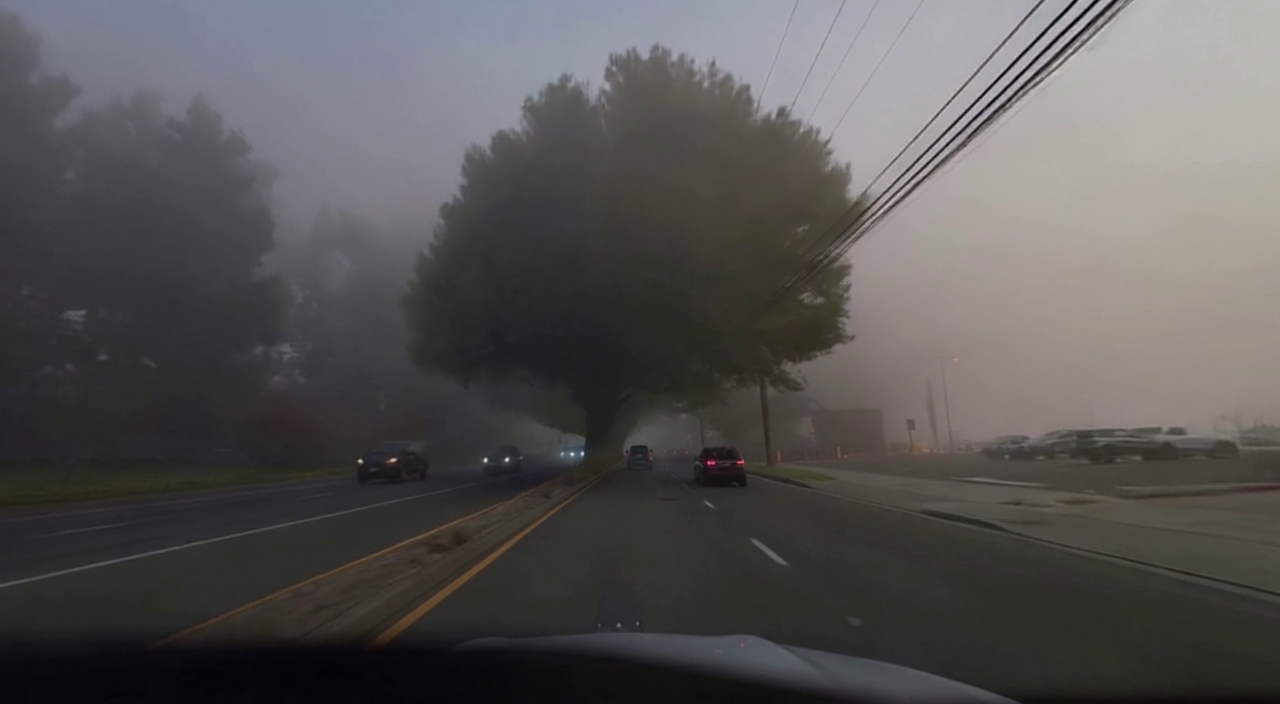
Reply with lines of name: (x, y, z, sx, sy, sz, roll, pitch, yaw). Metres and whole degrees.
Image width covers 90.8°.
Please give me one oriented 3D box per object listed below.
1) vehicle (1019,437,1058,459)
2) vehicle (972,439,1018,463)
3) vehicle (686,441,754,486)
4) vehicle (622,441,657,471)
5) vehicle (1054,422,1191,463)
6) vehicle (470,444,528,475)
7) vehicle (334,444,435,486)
vehicle: (27.347, 6.581, 43.424, 1.825, 1.476, 3.833, -4, -9, 26)
vehicle: (24.387, 6.725, 43.297, 2.071, 1.528, 4.644, -7, -10, 35)
vehicle: (3.088, 4.408, 25.302, 1.990, 1.592, 4.294, 0, -8, -2)
vehicle: (-0.034, 6.758, 41.215, 2.163, 1.825, 4.073, -1, -8, -1)
vehicle: (23.051, 4.365, 30.426, 2.187, 1.757, 4.663, 3, -9, -22)
vehicle: (-8.491, 6.465, 38.438, 2.518, 1.719, 4.314, -1, -8, 0)
vehicle: (-11.880, 5.263, 29.970, 2.383, 1.725, 5.760, -1, -8, 0)
